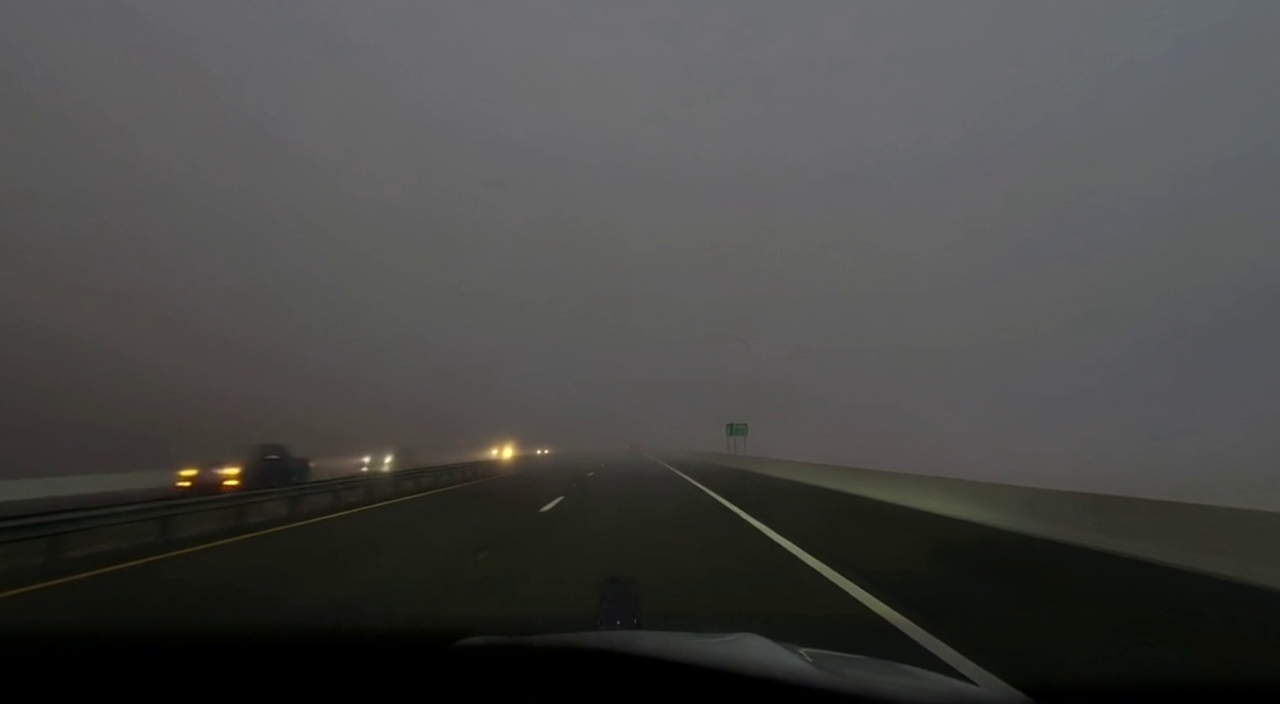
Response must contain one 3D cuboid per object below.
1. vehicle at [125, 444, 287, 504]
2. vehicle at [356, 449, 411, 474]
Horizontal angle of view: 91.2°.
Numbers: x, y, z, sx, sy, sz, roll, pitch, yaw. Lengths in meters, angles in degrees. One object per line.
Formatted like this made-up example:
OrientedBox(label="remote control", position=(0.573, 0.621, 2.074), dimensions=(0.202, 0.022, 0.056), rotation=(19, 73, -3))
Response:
OrientedBox(label="vehicle", position=(-12.764, 3.574, 18.834), dimensions=(1.897, 1.568, 4.209), rotation=(0, -9, -1))
OrientedBox(label="vehicle", position=(-16.883, 7.216, 41.464), dimensions=(1.940, 1.562, 4.395), rotation=(0, -9, -3))
